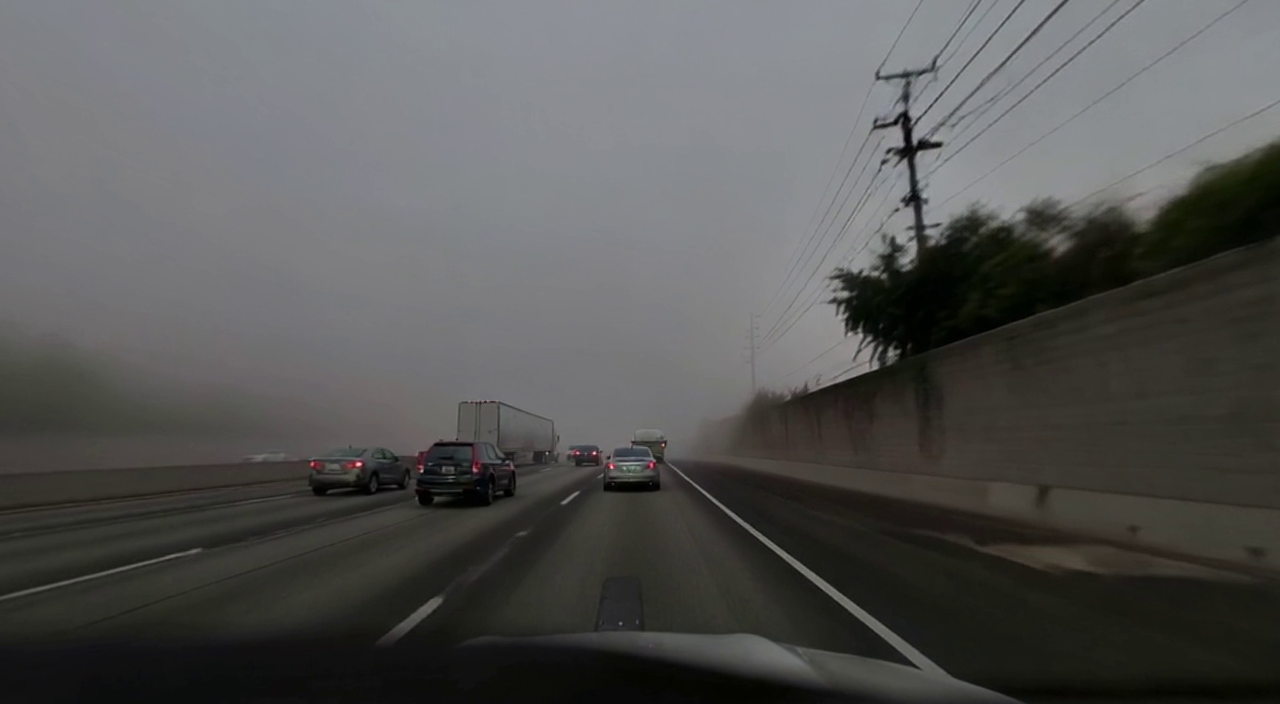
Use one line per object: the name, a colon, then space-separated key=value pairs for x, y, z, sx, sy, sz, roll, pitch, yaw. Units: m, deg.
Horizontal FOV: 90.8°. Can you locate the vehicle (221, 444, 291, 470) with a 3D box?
vehicle: x=-27.158 y=7.444 z=44.919 sx=2.017 sy=1.724 sz=4.861 roll=0 pitch=-9 yaw=-1

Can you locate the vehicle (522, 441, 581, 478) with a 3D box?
vehicle: x=-3.746 y=4.632 z=27.501 sx=1.870 sy=1.485 sz=4.304 roll=0 pitch=-9 yaw=1

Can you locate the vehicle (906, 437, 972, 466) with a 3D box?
vehicle: x=17.980 y=5.996 z=38.168 sx=1.936 sy=1.591 sz=4.362 roll=0 pitch=-9 yaw=2

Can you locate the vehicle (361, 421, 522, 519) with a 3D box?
vehicle: x=-3.897 y=2.403 z=13.305 sx=1.923 sy=1.716 sz=4.289 roll=0 pitch=-9 yaw=1

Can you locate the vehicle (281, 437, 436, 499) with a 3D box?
vehicle: x=-7.693 y=3.215 z=17.942 sx=2.165 sy=1.511 sz=4.810 roll=0 pitch=-9 yaw=0

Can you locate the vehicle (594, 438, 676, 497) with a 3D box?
vehicle: x=-0.156 y=3.261 z=18.173 sx=2.089 sy=1.477 sz=3.818 roll=0 pitch=-9 yaw=-1
